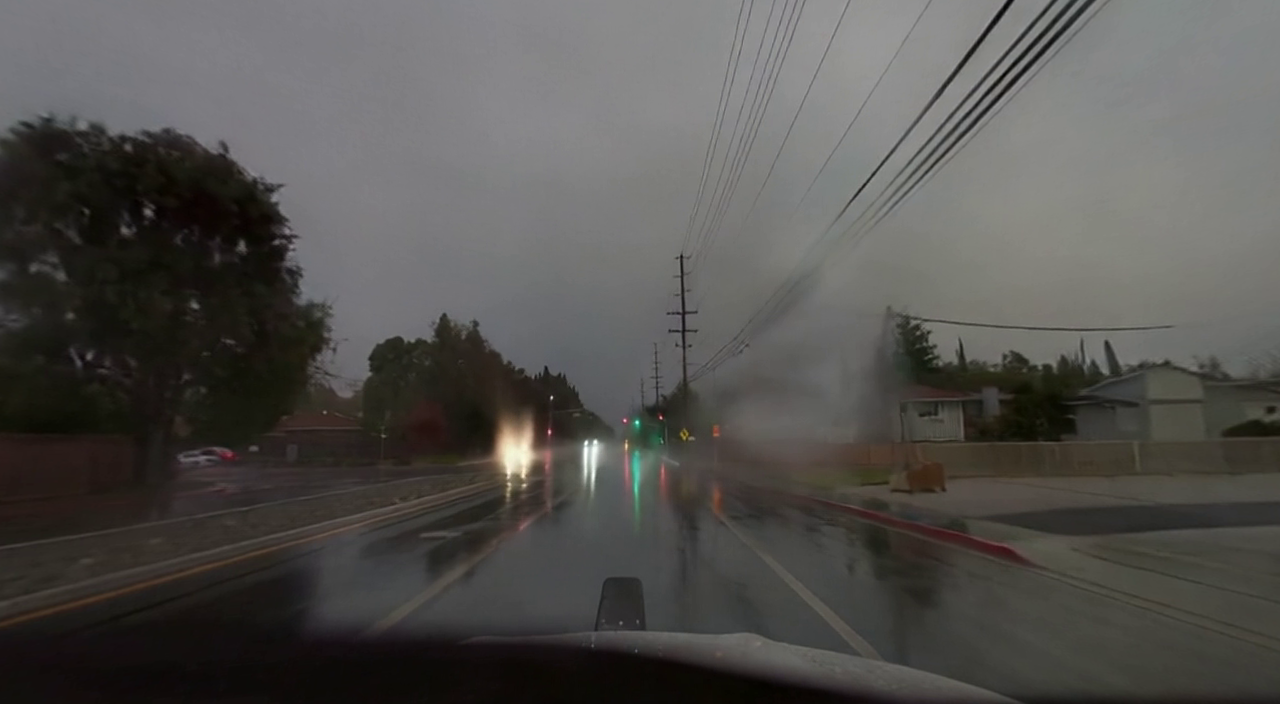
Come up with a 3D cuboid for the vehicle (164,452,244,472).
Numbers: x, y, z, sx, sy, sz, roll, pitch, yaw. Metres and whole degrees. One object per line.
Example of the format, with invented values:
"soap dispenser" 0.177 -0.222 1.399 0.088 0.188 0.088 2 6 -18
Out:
"vehicle" -31.155 7.841 45.260 4.267 1.381 1.786 1 -9 -5
